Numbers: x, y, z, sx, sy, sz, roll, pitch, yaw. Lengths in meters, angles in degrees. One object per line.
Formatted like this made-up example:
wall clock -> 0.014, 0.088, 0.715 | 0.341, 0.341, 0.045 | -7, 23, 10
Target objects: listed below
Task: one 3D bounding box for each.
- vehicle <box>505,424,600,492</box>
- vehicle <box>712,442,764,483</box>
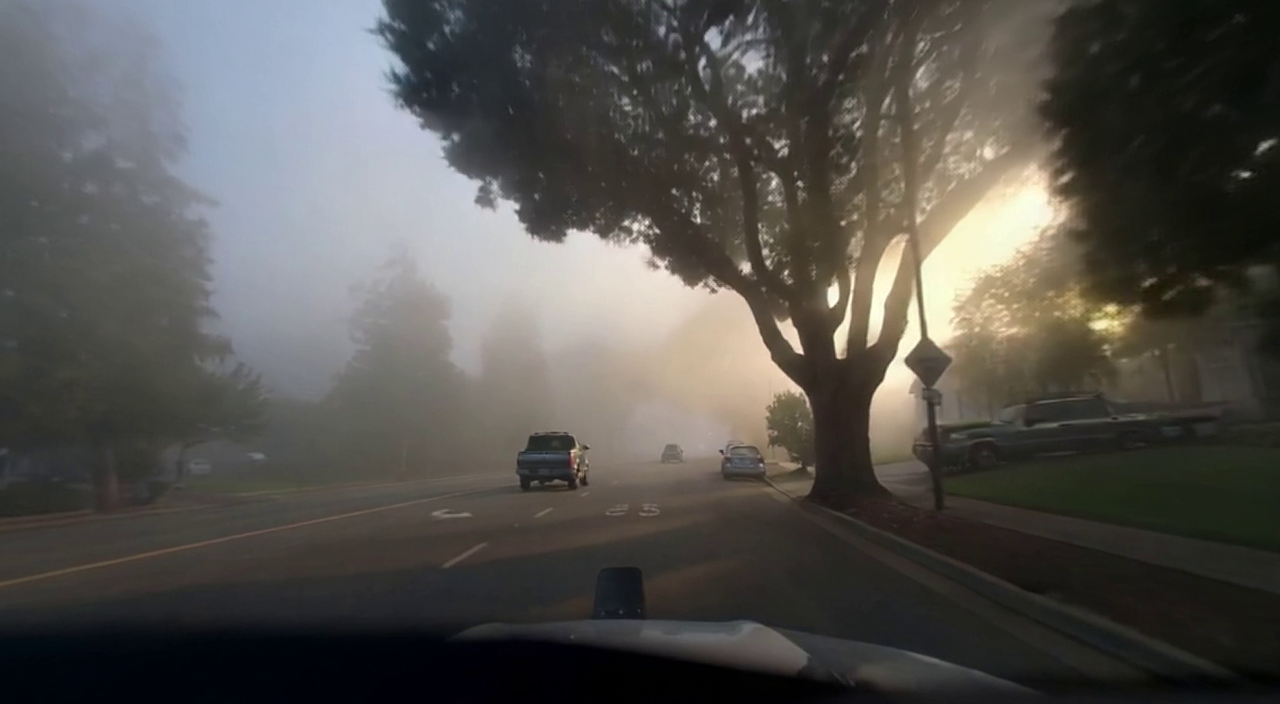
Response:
vehicle -> -2.888, 3.705, 22.258 | 2.085, 2.084, 5.133 | -1, -9, 6
vehicle -> 4.205, 4.798, 27.761 | 2.040, 1.643, 4.446 | -1, -9, 7
